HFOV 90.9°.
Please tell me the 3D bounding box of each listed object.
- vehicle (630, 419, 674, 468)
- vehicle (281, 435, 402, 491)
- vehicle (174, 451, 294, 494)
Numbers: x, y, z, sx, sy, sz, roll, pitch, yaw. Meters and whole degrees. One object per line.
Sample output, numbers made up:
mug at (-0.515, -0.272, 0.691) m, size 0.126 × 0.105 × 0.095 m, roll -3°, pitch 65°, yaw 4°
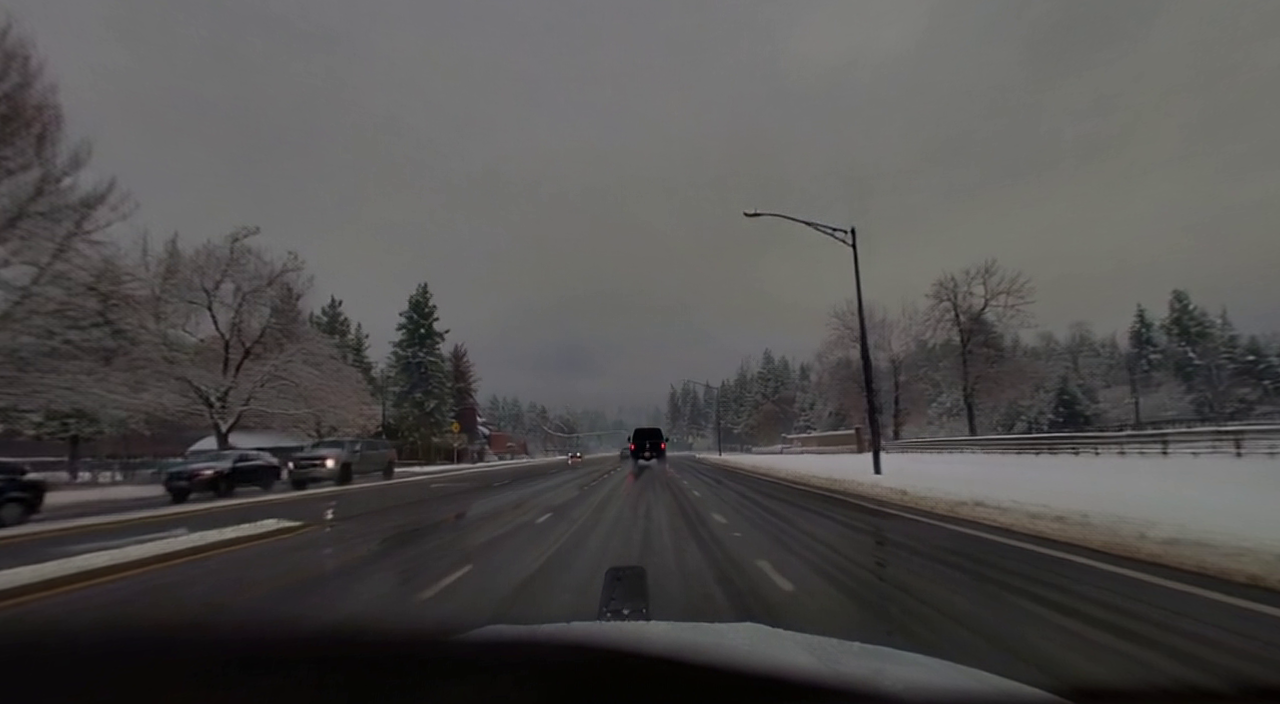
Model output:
vehicle at (0.774, 6.702, 46.000) m, size 2.843 × 3.120 × 10.422 m, roll 0°, pitch -9°, yaw 0°
vehicle at (-11.414, 4.266, 24.592) m, size 2.155 × 1.941 × 4.977 m, roll 0°, pitch -9°, yaw 2°
vehicle at (-19.102, 5.651, 30.005) m, size 2.165 × 1.795 × 5.003 m, roll 0°, pitch -9°, yaw 3°
